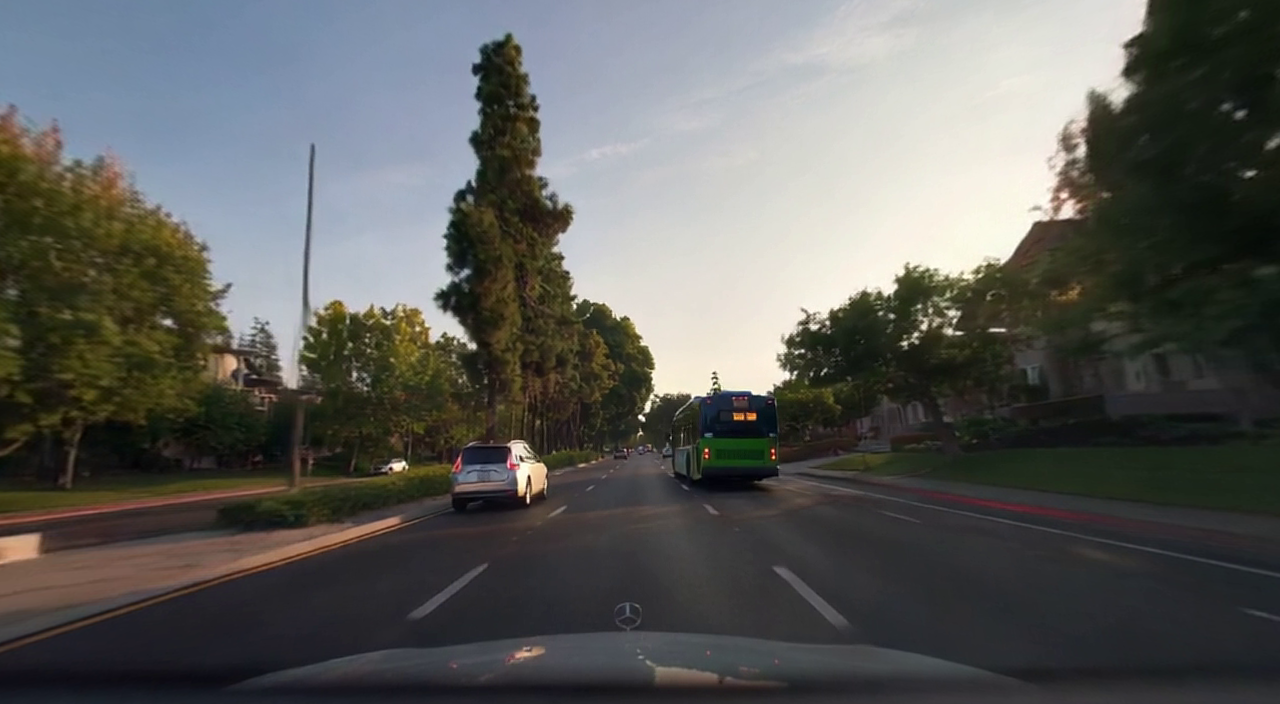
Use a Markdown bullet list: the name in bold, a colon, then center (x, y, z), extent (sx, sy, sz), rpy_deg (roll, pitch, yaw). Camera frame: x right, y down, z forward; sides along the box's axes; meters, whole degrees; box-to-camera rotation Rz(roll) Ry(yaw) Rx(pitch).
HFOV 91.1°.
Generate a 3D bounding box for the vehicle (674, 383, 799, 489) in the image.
- **vehicle**: center (3.374, 3.584, 26.143), extent (3.072, 3.278, 12.747), rpy_deg (0, -9, 0)

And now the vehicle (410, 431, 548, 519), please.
- **vehicle**: center (-3.631, 2.854, 15.116), extent (2.111, 1.767, 4.333), rpy_deg (-1, -9, 1)
